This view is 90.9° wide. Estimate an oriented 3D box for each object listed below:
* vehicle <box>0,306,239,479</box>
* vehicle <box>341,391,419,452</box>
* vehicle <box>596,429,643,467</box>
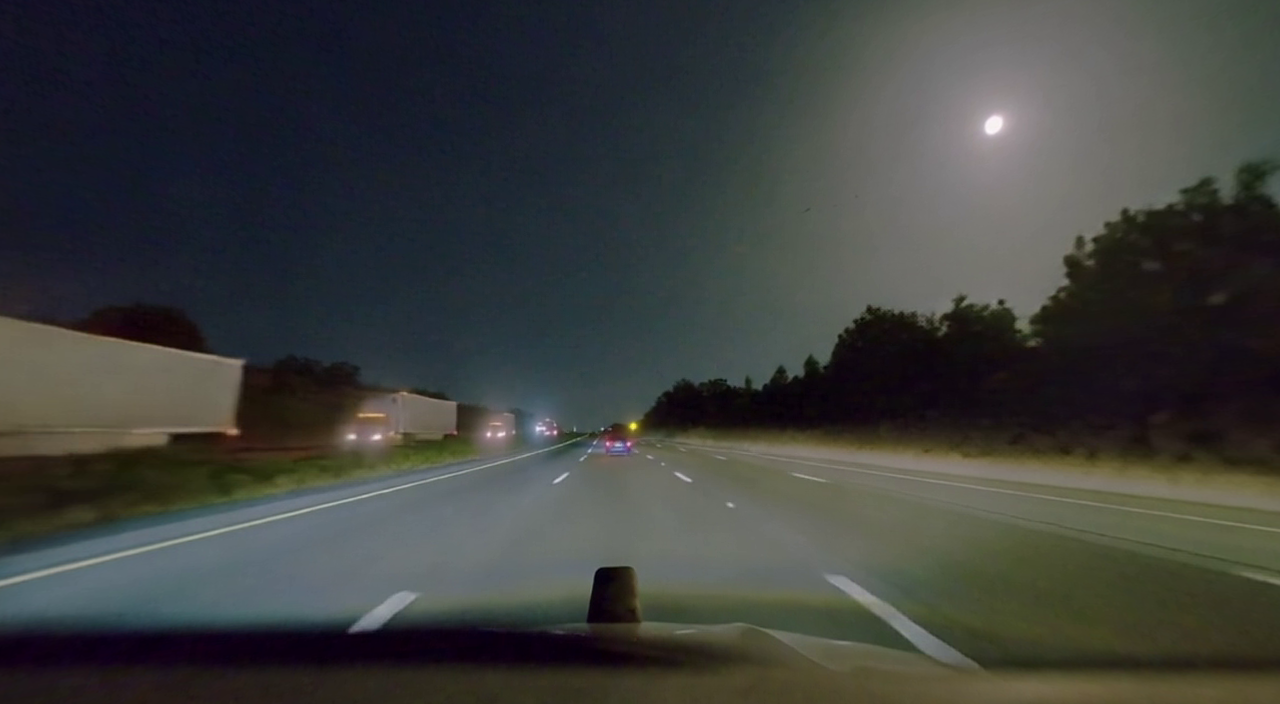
[{"bbox_3d":[-16.498,1.202,16.515,2.925,4.011,14.484,0,-8,-2],"label":"vehicle"},{"bbox_3d":[-17.568,4.802,43.114,2.992,3.902,5.828,0,-8,-3],"label":"vehicle"},{"bbox_3d":[-1.013,4.388,29.050,1.997,1.589,4.179,0,-8,-4],"label":"vehicle"}]
